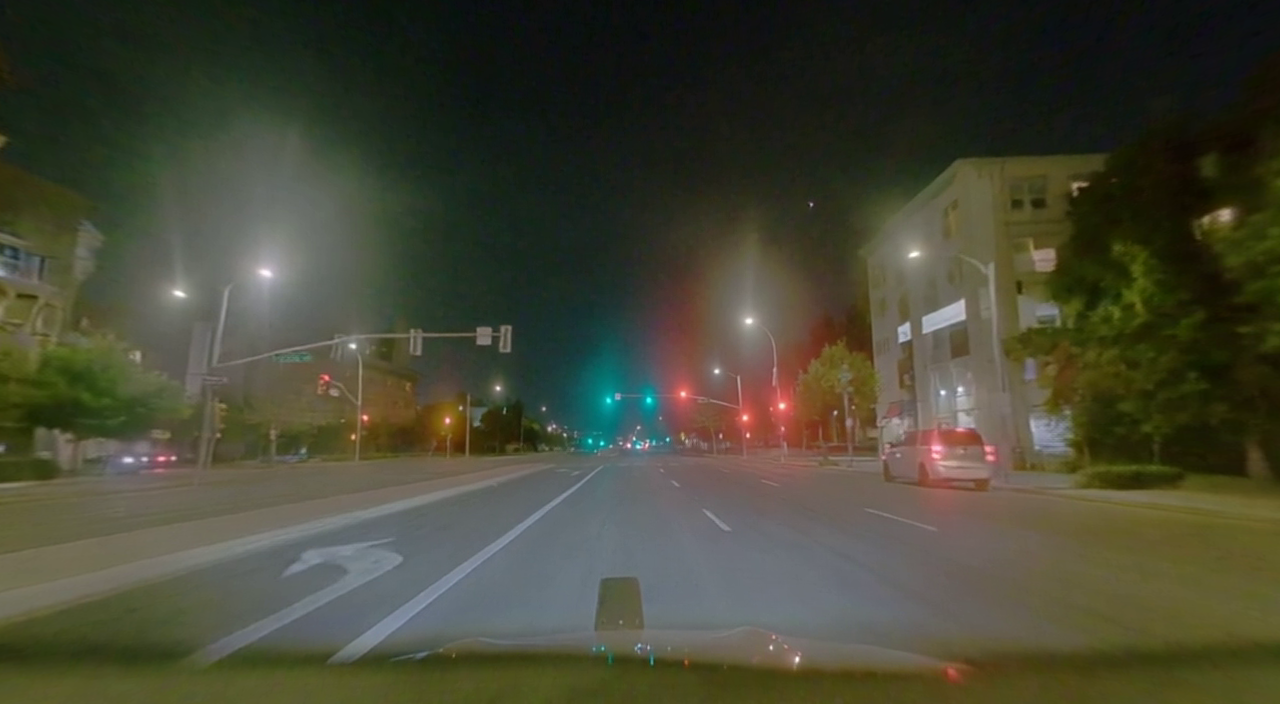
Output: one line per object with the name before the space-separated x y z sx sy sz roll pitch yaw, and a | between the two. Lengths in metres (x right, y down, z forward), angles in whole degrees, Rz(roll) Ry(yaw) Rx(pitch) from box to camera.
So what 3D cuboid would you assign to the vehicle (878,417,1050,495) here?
vehicle | 9.985 3.279 20.241 2.273 2.103 5.788 0 -8 -2
